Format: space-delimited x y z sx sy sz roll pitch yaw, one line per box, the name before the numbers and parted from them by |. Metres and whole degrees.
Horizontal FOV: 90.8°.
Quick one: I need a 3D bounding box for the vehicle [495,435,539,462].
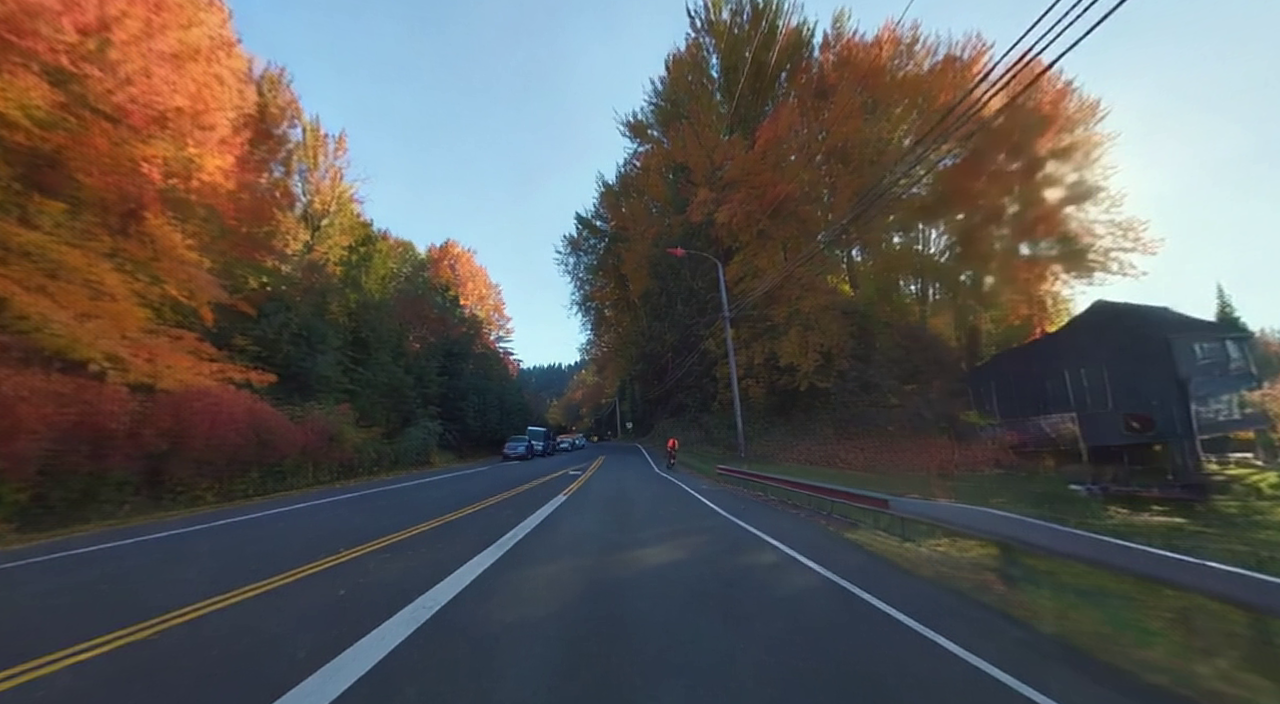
vehicle | -8.701 6.850 45.128 1.991 1.759 4.443 -3 -8 3
